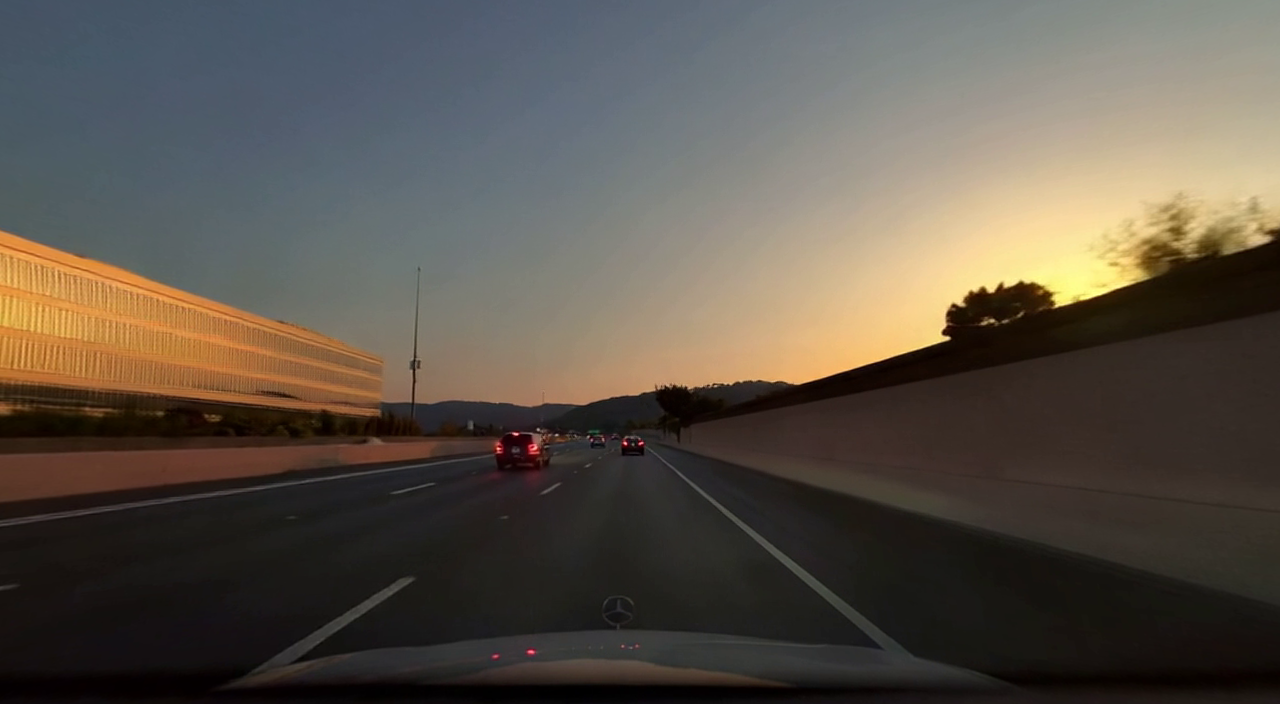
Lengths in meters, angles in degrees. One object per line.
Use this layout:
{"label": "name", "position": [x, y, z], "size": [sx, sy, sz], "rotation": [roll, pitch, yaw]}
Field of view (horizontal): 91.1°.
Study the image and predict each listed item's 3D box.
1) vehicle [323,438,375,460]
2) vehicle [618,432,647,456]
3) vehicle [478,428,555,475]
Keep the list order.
{"label": "vehicle", "position": [-20.692, 6.899, 44.880], "size": [1.796, 1.463, 3.972], "rotation": [0, -8, 0]}
{"label": "vehicle", "position": [-0.531, 6.775, 46.406], "size": [2.036, 1.637, 4.009], "rotation": [0, -8, -1]}
{"label": "vehicle", "position": [-4.531, 3.725, 23.825], "size": [2.036, 1.612, 4.510], "rotation": [0, -8, 0]}
